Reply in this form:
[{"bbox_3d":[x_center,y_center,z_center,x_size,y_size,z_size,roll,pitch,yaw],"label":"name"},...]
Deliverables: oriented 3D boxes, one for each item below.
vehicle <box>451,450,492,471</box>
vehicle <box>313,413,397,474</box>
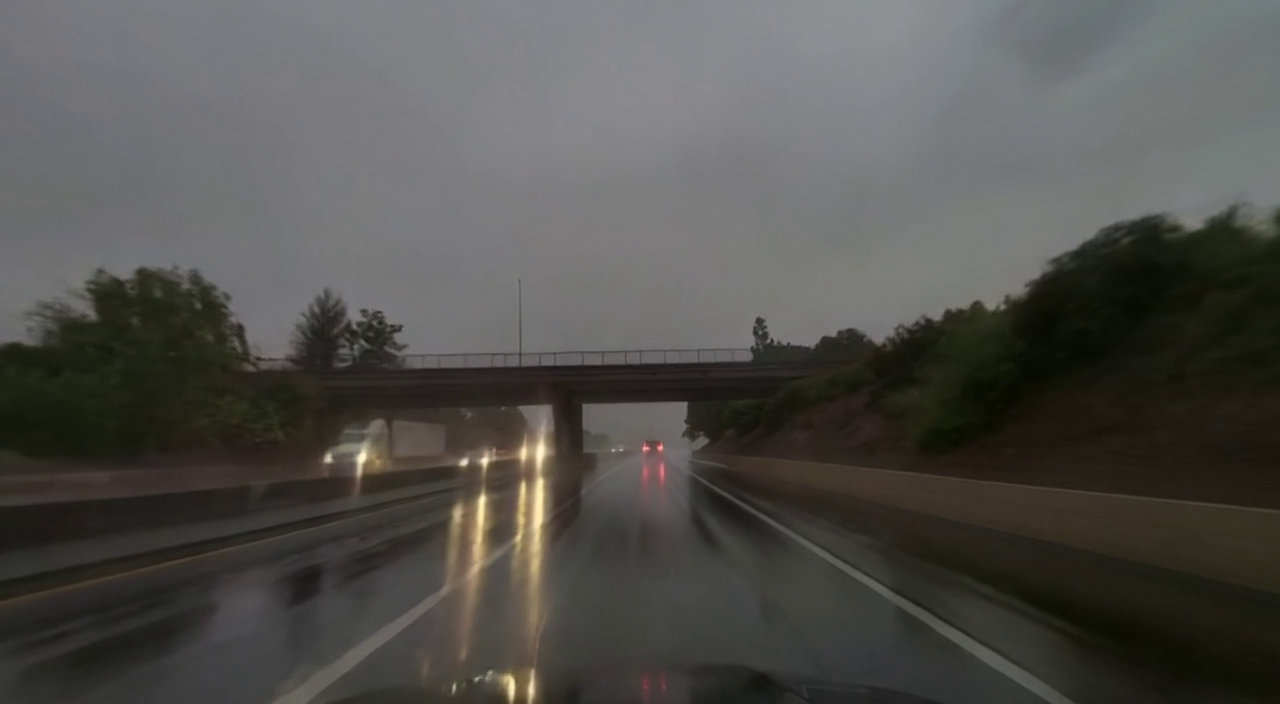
[{"bbox_3d":[-12.506,8.092,47.096,1.897,1.461,4.172,0,-9,1],"label":"vehicle"},{"bbox_3d":[-20.060,6.569,44.881,3.007,4.007,5.965,0,-9,1],"label":"vehicle"}]
